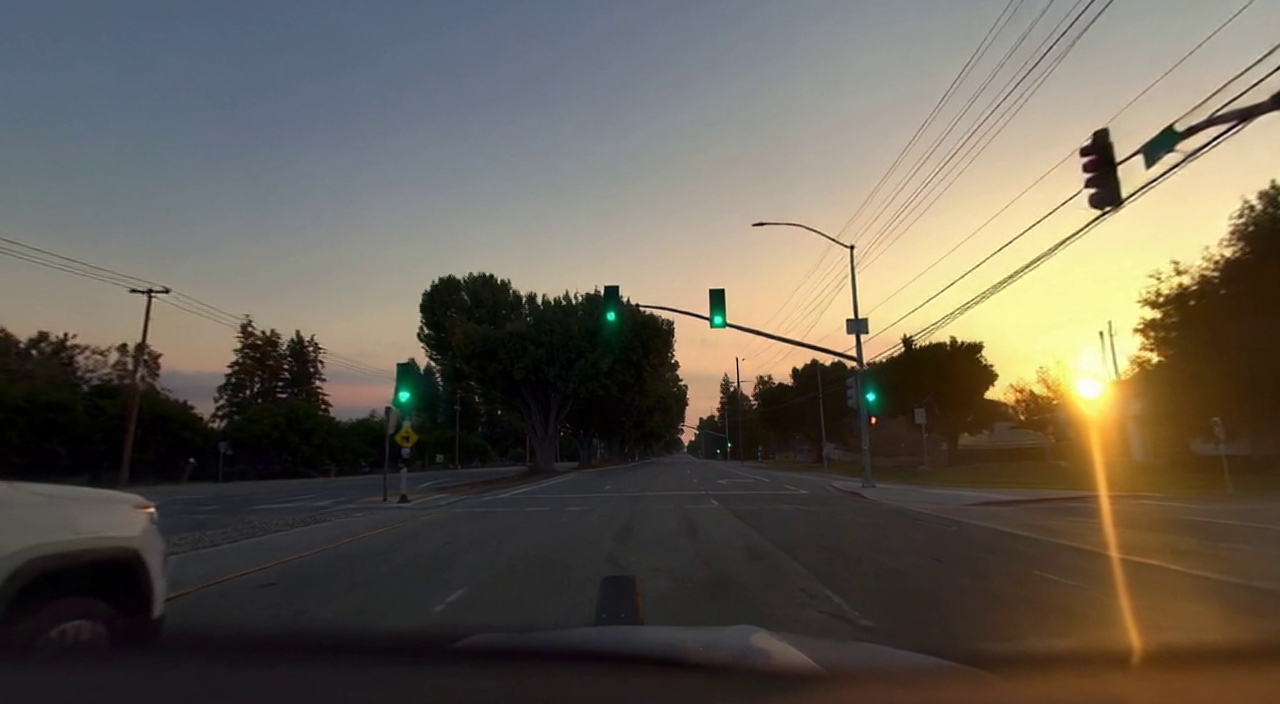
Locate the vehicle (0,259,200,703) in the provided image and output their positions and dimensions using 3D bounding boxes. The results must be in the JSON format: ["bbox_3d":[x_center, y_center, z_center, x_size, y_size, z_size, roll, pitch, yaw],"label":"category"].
[{"bbox_3d":[-3.446,0.408,0.456,2.374,1.985,5.391,0,-8,0],"label":"vehicle"}]
